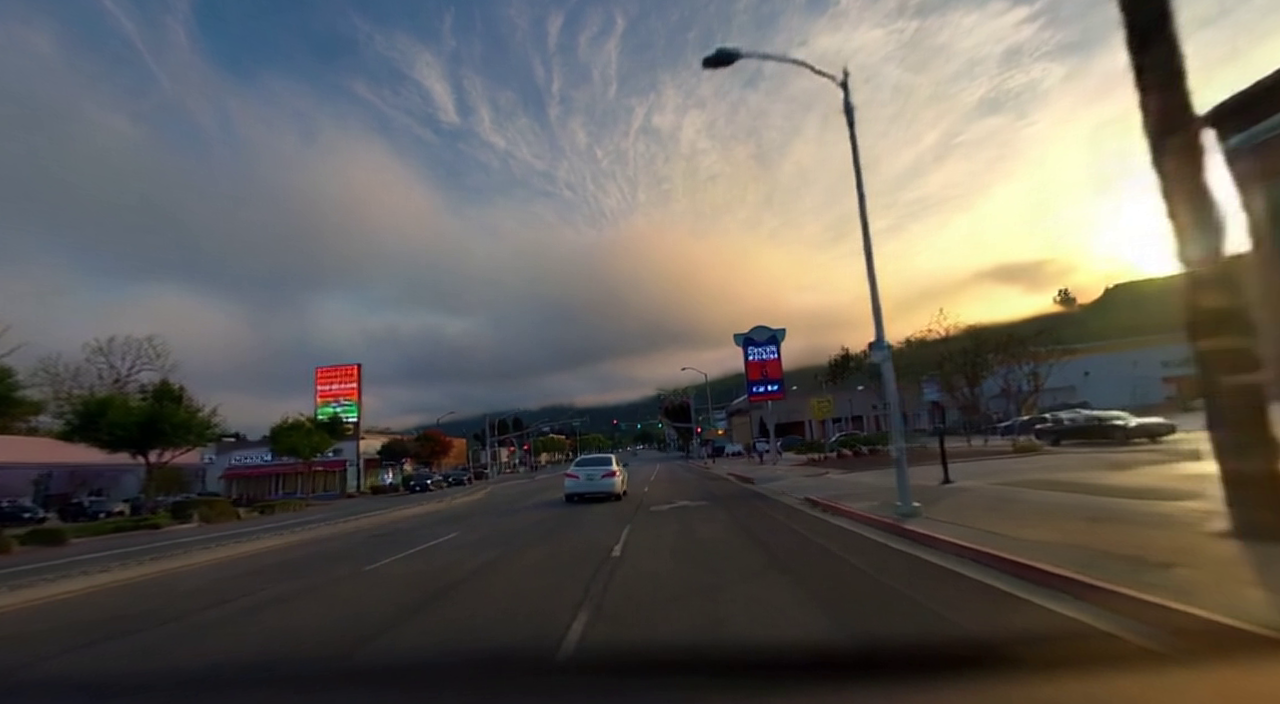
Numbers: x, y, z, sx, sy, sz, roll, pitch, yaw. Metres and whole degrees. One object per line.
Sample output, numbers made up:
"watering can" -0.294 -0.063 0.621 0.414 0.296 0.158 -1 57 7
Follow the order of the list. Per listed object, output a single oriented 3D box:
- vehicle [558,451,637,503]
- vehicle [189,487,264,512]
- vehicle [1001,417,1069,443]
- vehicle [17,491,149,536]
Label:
"vehicle" -1.208 3.848 19.931 1.977 1.451 4.032 -1 -9 3
"vehicle" -30.223 10.780 46.340 1.817 1.485 4.436 -2 -9 13
"vehicle" 27.573 5.543 44.305 1.965 1.693 4.635 -1 -8 3
"vehicle" -27.964 8.076 31.962 1.984 1.726 4.592 -2 -9 13
